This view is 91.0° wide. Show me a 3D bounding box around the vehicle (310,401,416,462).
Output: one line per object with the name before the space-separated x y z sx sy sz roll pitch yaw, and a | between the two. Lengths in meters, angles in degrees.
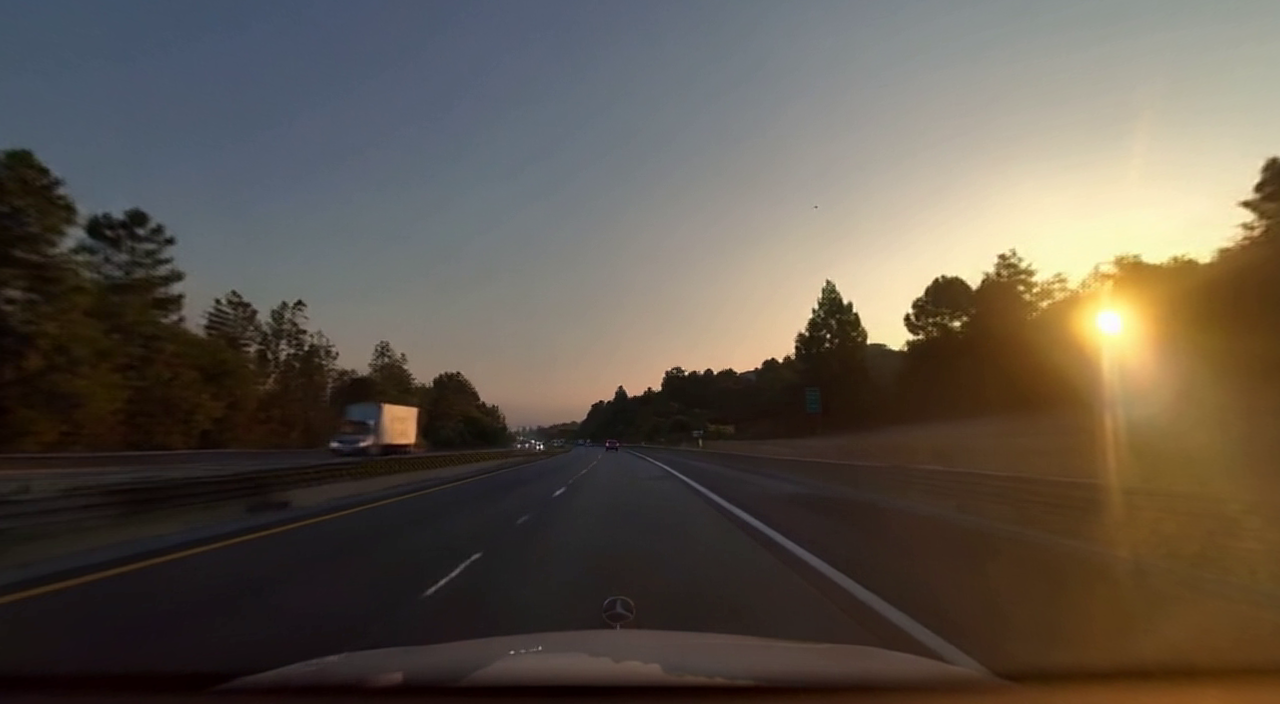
vehicle | -15.510 4.629 35.994 2.776 3.088 7.592 0 -9 -2
